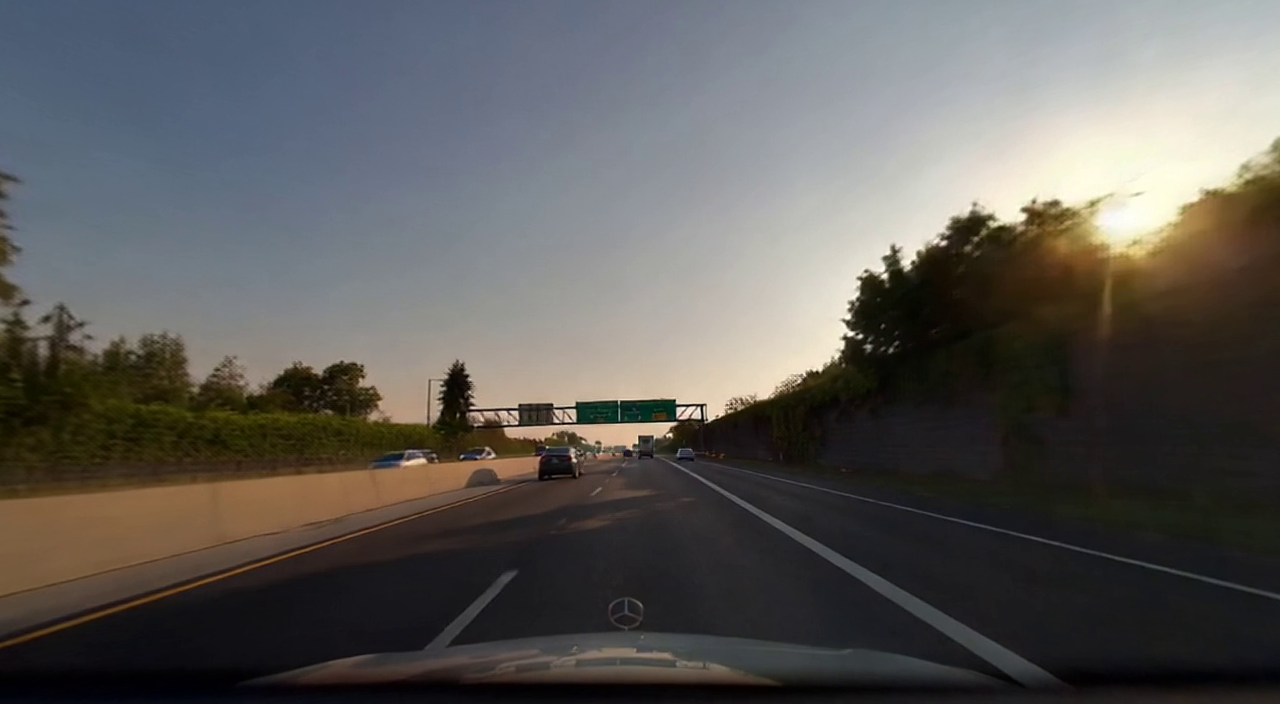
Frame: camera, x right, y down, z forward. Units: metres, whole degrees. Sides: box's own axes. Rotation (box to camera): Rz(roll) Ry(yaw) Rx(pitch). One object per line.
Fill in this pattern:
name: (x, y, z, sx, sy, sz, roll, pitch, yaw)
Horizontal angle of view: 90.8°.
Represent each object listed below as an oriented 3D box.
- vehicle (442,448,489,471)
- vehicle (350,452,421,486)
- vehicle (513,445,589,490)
vehicle: (-12.043, 7.436, 43.856, 1.936, 1.525, 4.548, 0, -9, 1)
vehicle: (-11.819, 5.426, 29.548, 1.738, 1.417, 3.669, 0, -9, 1)
vehicle: (-3.145, 4.185, 23.251, 2.020, 1.475, 4.434, 0, -9, 2)
